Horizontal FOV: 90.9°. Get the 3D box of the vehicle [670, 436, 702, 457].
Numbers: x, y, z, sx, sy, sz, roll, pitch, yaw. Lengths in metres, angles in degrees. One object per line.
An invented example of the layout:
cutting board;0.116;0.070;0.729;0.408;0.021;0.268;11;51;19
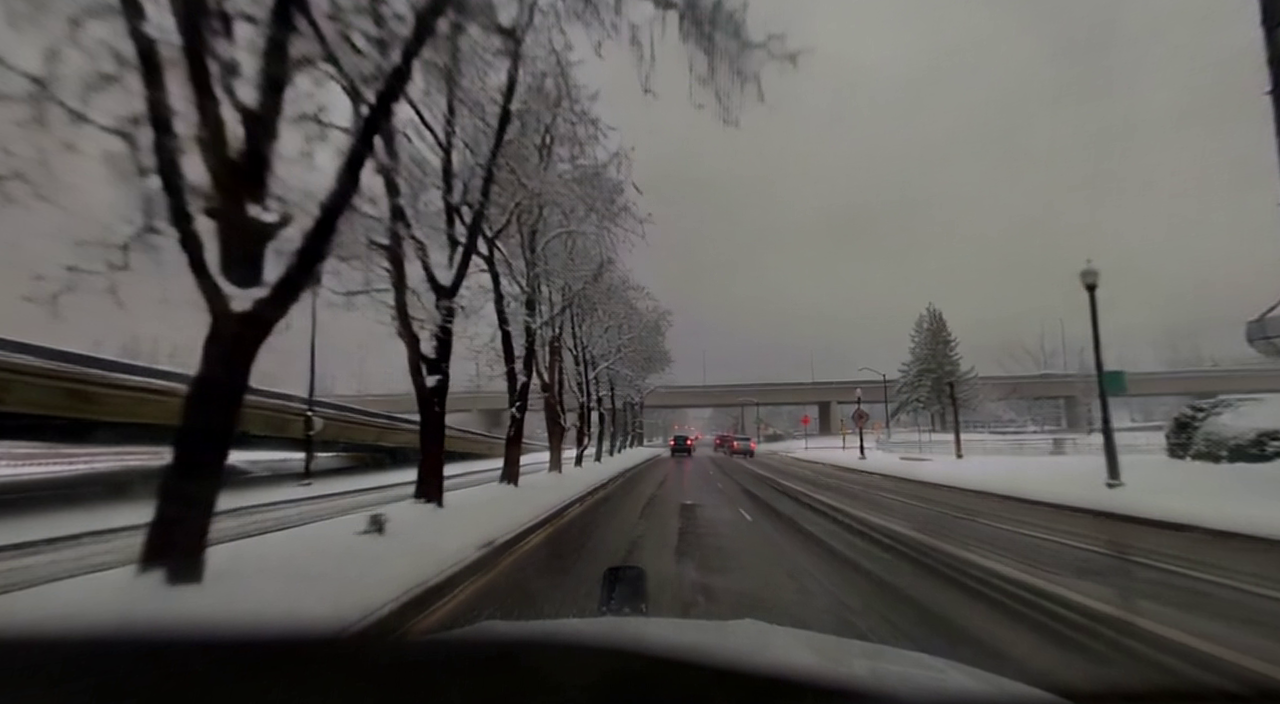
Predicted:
vehicle;3.514;7.100;47.539;2.280;1.475;4.051;-1;-8;6
